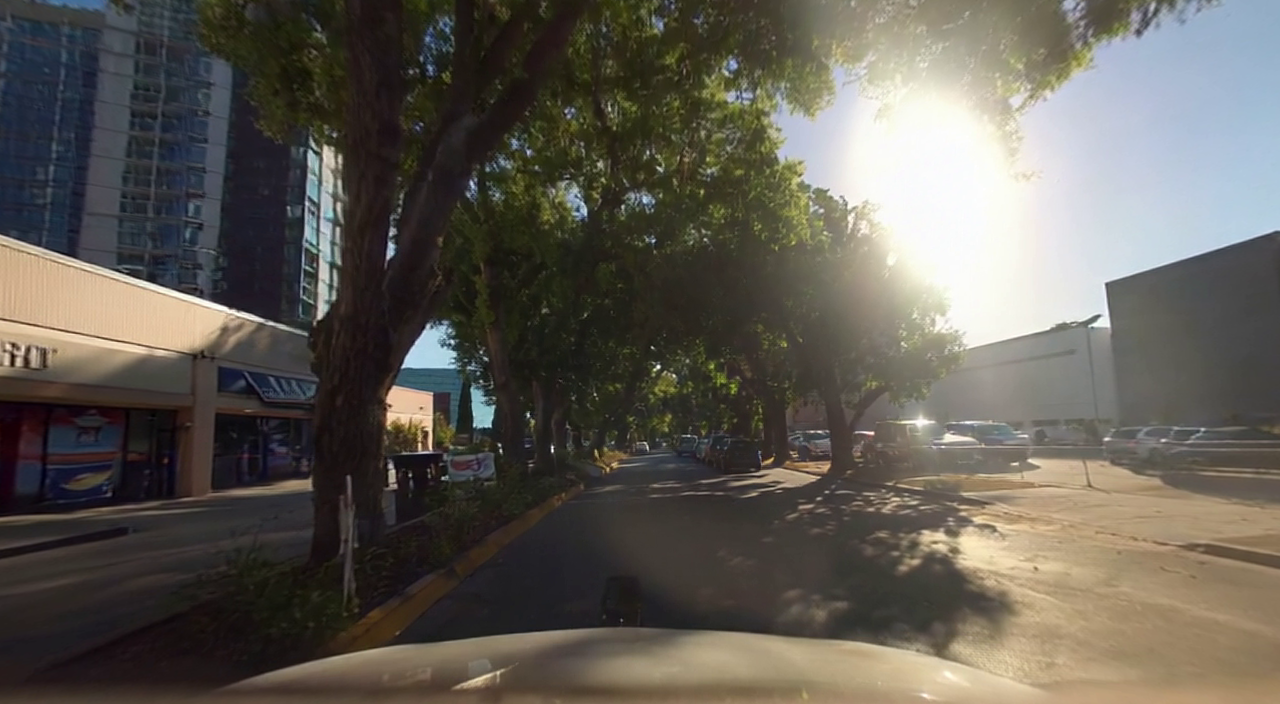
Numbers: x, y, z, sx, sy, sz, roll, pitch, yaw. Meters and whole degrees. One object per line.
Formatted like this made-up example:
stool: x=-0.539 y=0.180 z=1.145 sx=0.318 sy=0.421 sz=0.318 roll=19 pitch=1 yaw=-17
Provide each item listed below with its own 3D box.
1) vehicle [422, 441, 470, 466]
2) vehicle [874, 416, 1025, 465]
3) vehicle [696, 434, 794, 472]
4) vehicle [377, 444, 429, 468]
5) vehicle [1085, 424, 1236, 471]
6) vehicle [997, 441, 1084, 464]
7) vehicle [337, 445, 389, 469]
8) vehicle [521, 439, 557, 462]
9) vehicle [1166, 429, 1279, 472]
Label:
vehicle: x=-14.037 y=7.372 z=45.965 sx=1.888 sy=1.657 sz=4.138 roll=0 pitch=-8 yaw=5
vehicle: x=13.795 y=3.972 z=28.405 sx=5.540 sy=2.045 sz=2.259 roll=0 pitch=-8 yaw=-2
vehicle: x=5.226 y=4.978 z=31.307 sx=4.626 sy=1.723 sz=1.939 roll=5 pitch=-10 yaw=-33
vehicle: x=-16.897 y=7.434 z=45.289 sx=1.850 sy=1.531 sz=4.256 roll=0 pitch=-8 yaw=4
vehicle: x=25.816 y=4.746 z=31.484 sx=5.596 sy=2.168 sz=2.307 roll=2 pitch=-8 yaw=-4
vehicle: x=26.589 y=6.676 z=42.039 sx=4.558 sy=1.452 sz=1.790 roll=0 pitch=-8 yaw=-1
vehicle: x=-19.914 y=7.540 z=45.651 sx=1.880 sy=1.617 sz=3.870 roll=0 pitch=-8 yaw=2
vehicle: x=-7.540 y=7.402 z=47.592 sx=1.993 sy=1.640 sz=4.457 roll=0 pitch=-8 yaw=-1
vehicle: x=26.624 y=4.374 z=28.079 sx=4.591 sy=1.808 sz=2.016 roll=0 pitch=-9 yaw=0
